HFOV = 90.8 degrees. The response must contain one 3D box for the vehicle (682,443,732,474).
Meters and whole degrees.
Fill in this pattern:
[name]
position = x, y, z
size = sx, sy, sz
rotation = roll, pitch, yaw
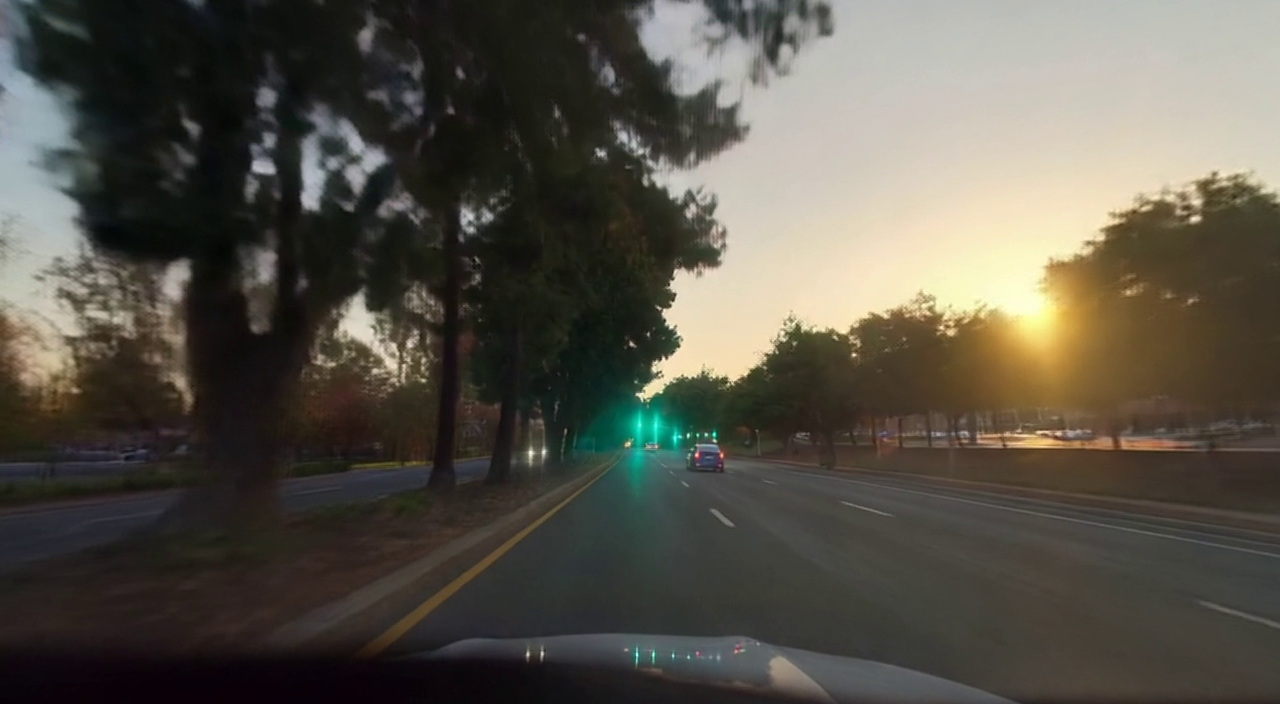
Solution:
[vehicle]
position = 3.344, 5.409, 32.314
size = 2.056, 1.483, 4.091
rotation = 0, -8, -1
